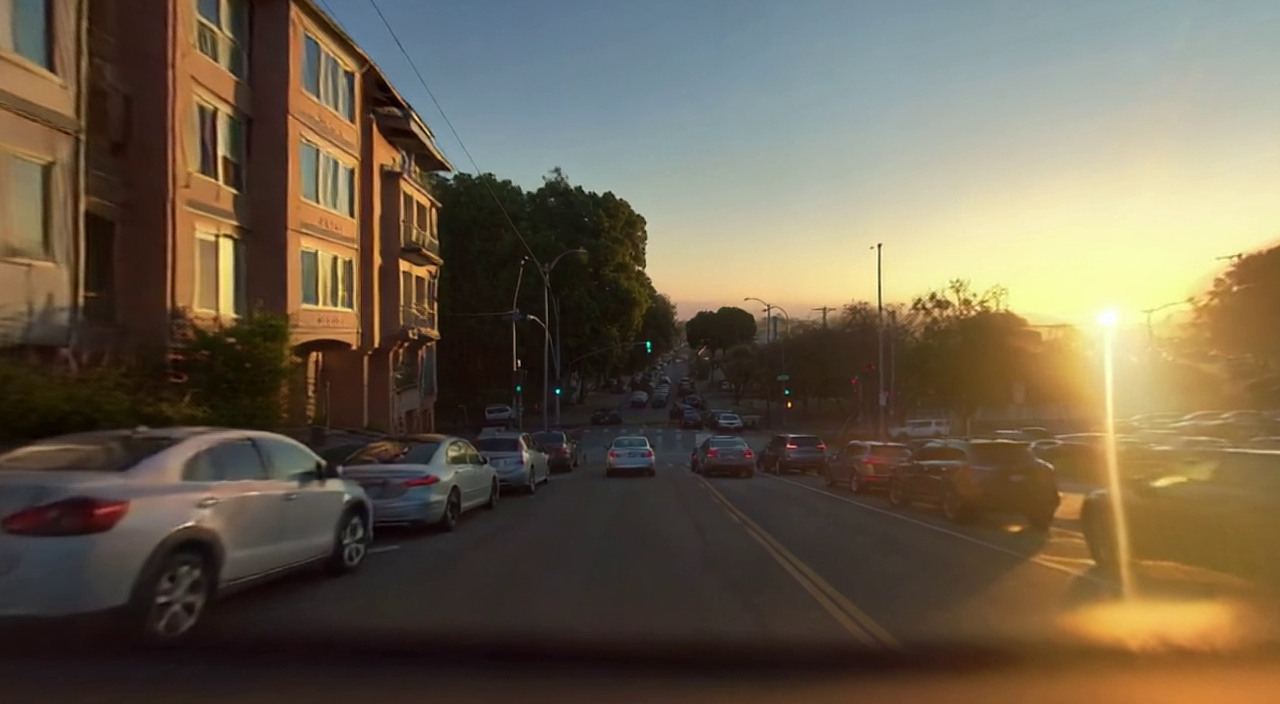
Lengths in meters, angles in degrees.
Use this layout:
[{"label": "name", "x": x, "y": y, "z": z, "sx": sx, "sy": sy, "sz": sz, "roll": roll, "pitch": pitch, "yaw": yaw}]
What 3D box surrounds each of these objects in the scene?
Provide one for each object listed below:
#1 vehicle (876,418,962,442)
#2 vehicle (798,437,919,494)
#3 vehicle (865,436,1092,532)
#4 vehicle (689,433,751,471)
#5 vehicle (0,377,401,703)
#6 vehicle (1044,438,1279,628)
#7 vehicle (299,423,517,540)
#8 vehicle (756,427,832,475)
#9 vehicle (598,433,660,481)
[{"label": "vehicle", "x": 18.460, "y": 5.228, "z": 41.875, "sx": 4.738, "sy": 1.537, "sz": 1.960, "roll": -1, "pitch": -9, "yaw": 3}, {"label": "vehicle", "x": 6.193, "y": 3.265, "z": 18.508, "sx": 1.962, "sy": 1.438, "sz": 4.440, "roll": 0, "pitch": -8, "yaw": 0}, {"label": "vehicle", "x": 6.116, "y": 2.410, "z": 12.135, "sx": 1.938, "sy": 1.487, "sz": 4.371, "roll": 0, "pitch": -8, "yaw": 0}, {"label": "vehicle", "x": 3.250, "y": 4.193, "z": 26.649, "sx": 2.055, "sy": 1.450, "sz": 4.676, "roll": 0, "pitch": -8, "yaw": 1}, {"label": "vehicle", "x": -3.714, "y": 1.240, "z": 5.220, "sx": 1.831, "sy": 1.650, "sz": 3.852, "roll": 0, "pitch": -8, "yaw": 2}, {"label": "vehicle", "x": 6.165, "y": 1.556, "z": 5.744, "sx": 1.980, "sy": 1.518, "sz": 4.526, "roll": 0, "pitch": -8, "yaw": 0}, {"label": "vehicle", "x": -3.449, "y": 2.013, "z": 10.452, "sx": 1.869, "sy": 1.491, "sz": 4.458, "roll": 0, "pitch": -8, "yaw": 1}, {"label": "vehicle", "x": 6.188, "y": 4.044, "z": 25.877, "sx": 1.999, "sy": 1.752, "sz": 4.502, "roll": 0, "pitch": -8, "yaw": 0}, {"label": "vehicle", "x": -0.325, "y": 3.532, "z": 21.499, "sx": 1.923, "sy": 1.460, "sz": 3.923, "roll": 0, "pitch": -8, "yaw": 0}]
